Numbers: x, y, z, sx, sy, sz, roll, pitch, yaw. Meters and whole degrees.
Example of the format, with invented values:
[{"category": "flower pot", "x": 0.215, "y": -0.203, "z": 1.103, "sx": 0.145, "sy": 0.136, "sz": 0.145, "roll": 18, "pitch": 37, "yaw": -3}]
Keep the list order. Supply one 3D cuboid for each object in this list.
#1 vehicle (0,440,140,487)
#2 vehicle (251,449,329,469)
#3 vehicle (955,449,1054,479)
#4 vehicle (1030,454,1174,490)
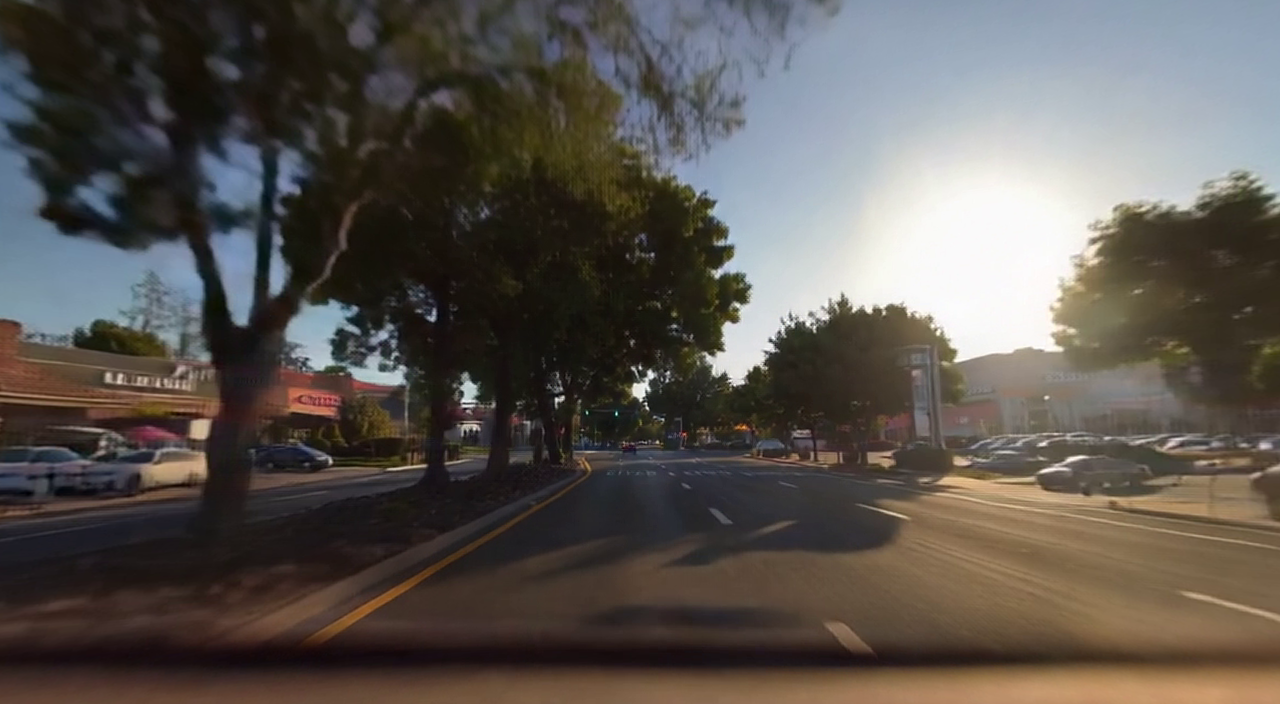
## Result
[{"category": "vehicle", "x": -26.117, "y": 4.880, "z": 28.173, "sx": 2.356, "sy": 1.853, "sz": 6.402, "roll": 0, "pitch": -8, "yaw": 1}, {"category": "vehicle", "x": -26.934, "y": 8.237, "z": 48.729, "sx": 4.777, "sy": 1.469, "sz": 1.937, "roll": 1, "pitch": -9, "yaw": -6}, {"category": "vehicle", "x": 20.740, "y": 6.363, "z": 36.078, "sx": 4.423, "sy": 1.633, "sz": 2.010, "roll": 0, "pitch": -9, "yaw": -1}, {"category": "vehicle", "x": 20.188, "y": 5.240, "z": 27.774, "sx": 4.764, "sy": 1.455, "sz": 1.832, "roll": -1, "pitch": -9, "yaw": 3}]
